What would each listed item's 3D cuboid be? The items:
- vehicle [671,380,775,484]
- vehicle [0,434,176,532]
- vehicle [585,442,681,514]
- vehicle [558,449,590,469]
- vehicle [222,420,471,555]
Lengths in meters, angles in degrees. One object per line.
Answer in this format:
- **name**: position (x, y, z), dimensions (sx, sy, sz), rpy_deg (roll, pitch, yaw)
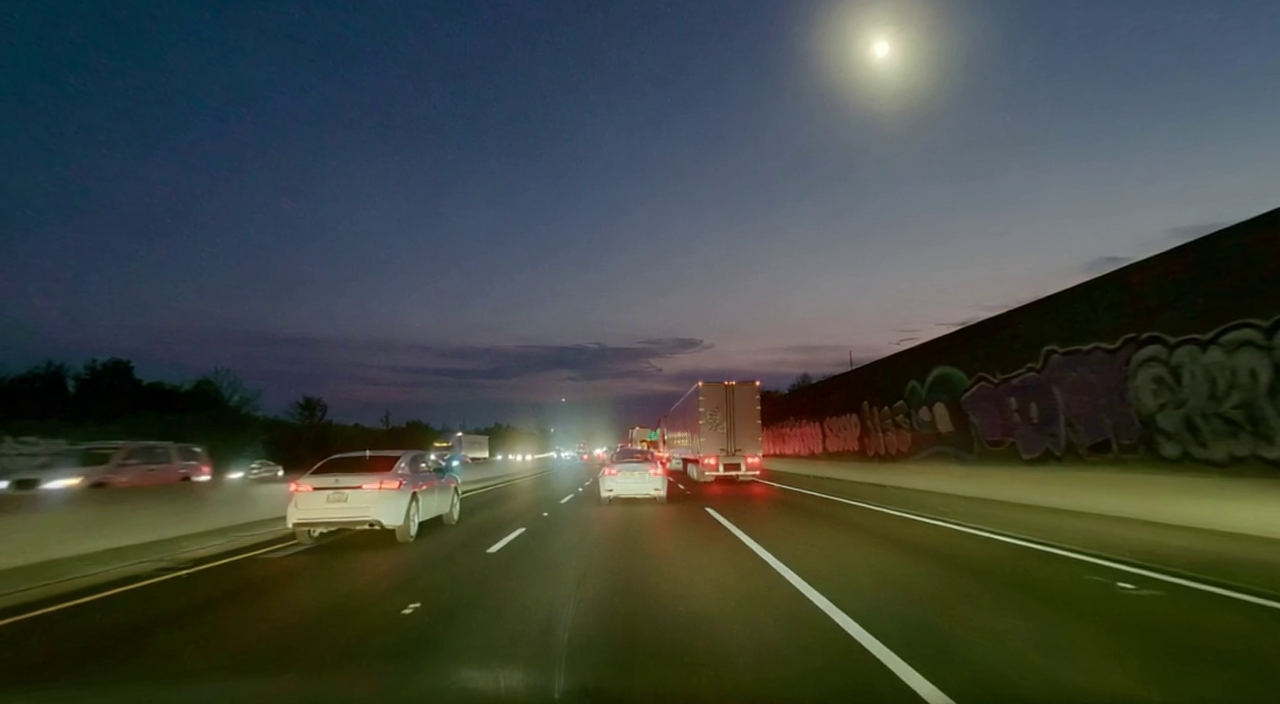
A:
- **vehicle**: position (3.566, 4.175, 31.730), dimensions (2.902, 4.014, 14.446), rpy_deg (0, -9, -2)
- **vehicle**: position (-12.723, 2.671, 13.285), dimensions (2.022, 1.773, 4.935), rpy_deg (-1, -9, 0)
- **vehicle**: position (-0.212, 2.976, 15.372), dimensions (2.033, 1.468, 4.015), rpy_deg (0, -9, -2)
- **vehicle**: position (-5.034, 8.258, 48.774), dimensions (2.067, 1.481, 4.085), rpy_deg (0, -9, 0)
- **vehicle**: position (-4.526, 2.155, 10.739), dimensions (1.988, 1.750, 4.711), rpy_deg (0, -9, 0)
